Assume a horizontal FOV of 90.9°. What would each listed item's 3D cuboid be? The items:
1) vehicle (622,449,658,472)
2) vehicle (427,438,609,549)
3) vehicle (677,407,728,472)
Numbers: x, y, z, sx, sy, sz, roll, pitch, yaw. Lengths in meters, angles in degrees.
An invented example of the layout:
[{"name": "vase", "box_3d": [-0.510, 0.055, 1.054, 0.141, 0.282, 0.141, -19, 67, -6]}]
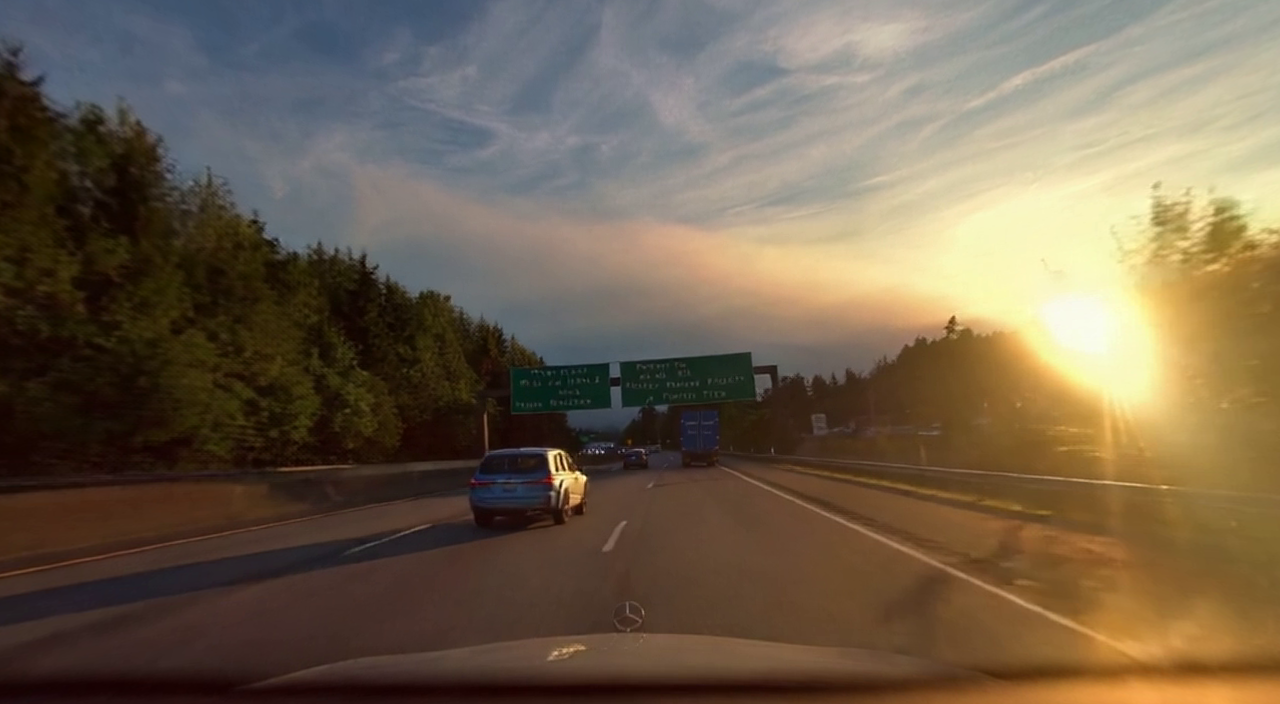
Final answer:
[{"name": "vehicle", "box_3d": [0.049, 7.255, 42.139, 2.045, 1.430, 3.951, -1, -9, 4]}, {"name": "vehicle", "box_3d": [-1.834, 2.350, 11.174, 2.039, 1.532, 4.610, -1, -9, 4]}, {"name": "vehicle", "box_3d": [4.278, 6.582, 46.279, 2.960, 4.018, 13.834, -1, -9, 3]}]
